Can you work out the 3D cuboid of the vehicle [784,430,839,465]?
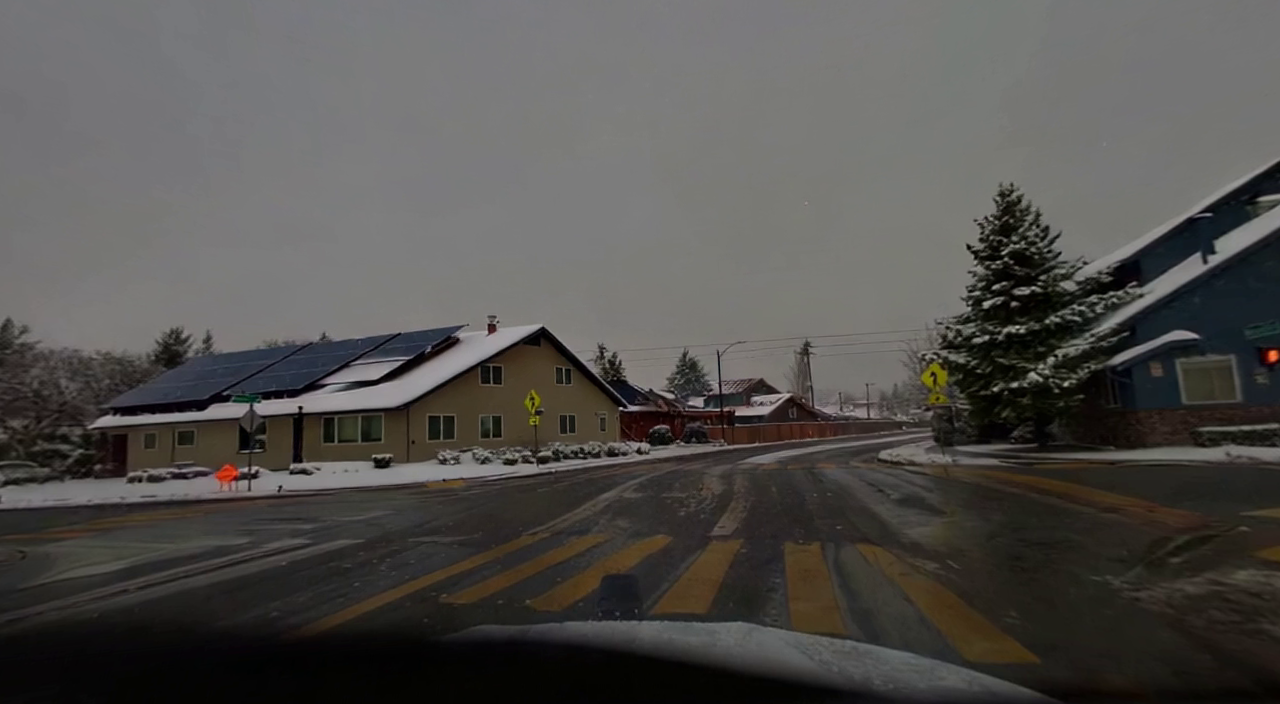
[{"bbox_3d":[8.074,4.409,29.363,1.966,1.455,4.075,-3,-8,21],"label":"vehicle"}]
